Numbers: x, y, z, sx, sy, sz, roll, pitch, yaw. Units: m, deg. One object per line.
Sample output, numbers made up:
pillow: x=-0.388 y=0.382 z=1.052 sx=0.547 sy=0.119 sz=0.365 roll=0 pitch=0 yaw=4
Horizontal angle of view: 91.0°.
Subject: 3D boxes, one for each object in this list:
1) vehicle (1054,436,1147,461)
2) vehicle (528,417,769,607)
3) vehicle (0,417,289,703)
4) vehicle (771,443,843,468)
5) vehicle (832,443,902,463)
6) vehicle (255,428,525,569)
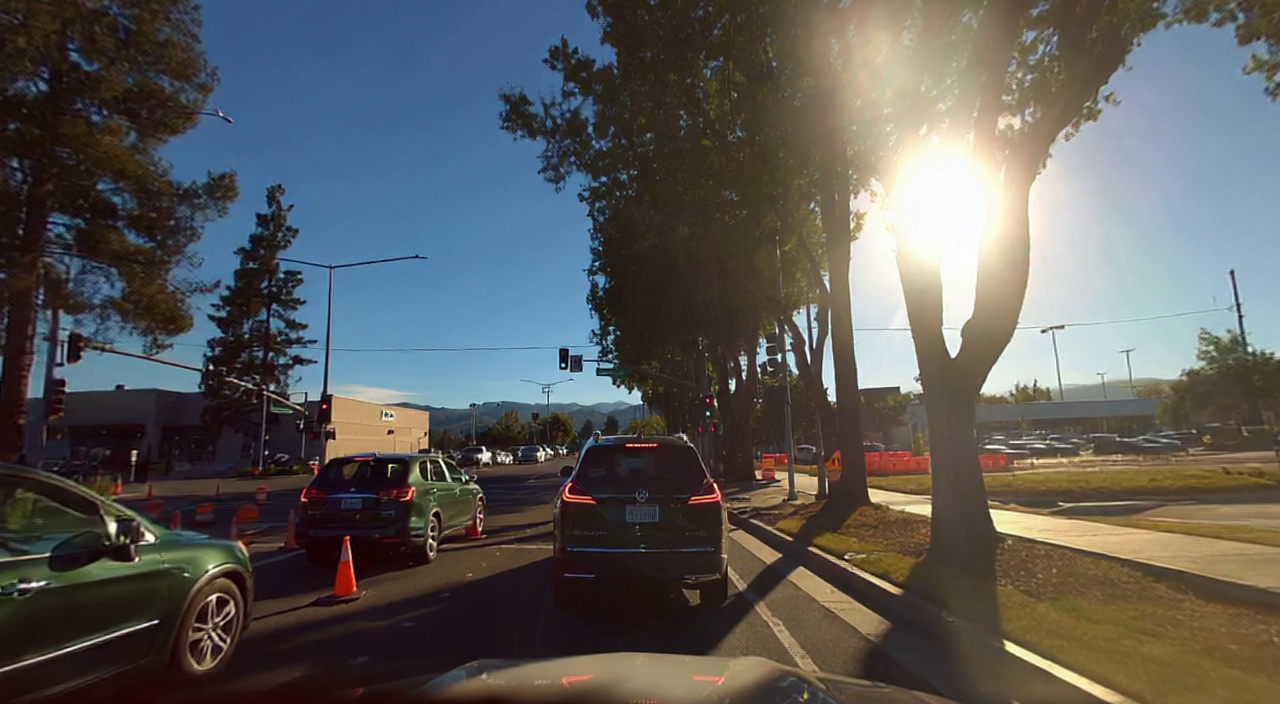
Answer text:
vehicle: x=29.418 y=6.184 z=40.318 sx=4.463 sy=1.482 sz=1.808 roll=0 pitch=-9 yaw=1
vehicle: x=0.118 y=1.628 z=7.210 sx=2.021 sy=1.560 sz=3.676 roll=0 pitch=-9 yaw=1
vehicle: x=-3.581 y=0.948 z=2.144 sx=1.964 sy=1.497 sz=4.722 roll=0 pitch=-9 yaw=1
vehicle: x=10.805 y=6.723 z=41.000 sx=4.380 sy=1.492 sz=1.837 roll=-2 pitch=-9 yaw=13
vehicle: x=17.033 y=7.590 z=47.336 sx=4.581 sy=1.480 sz=1.752 roll=1 pitch=-9 yaw=-1
vehicle: x=-3.253 y=1.999 z=9.449 sx=1.989 sy=1.541 sz=4.626 roll=0 pitch=-9 yaw=2
